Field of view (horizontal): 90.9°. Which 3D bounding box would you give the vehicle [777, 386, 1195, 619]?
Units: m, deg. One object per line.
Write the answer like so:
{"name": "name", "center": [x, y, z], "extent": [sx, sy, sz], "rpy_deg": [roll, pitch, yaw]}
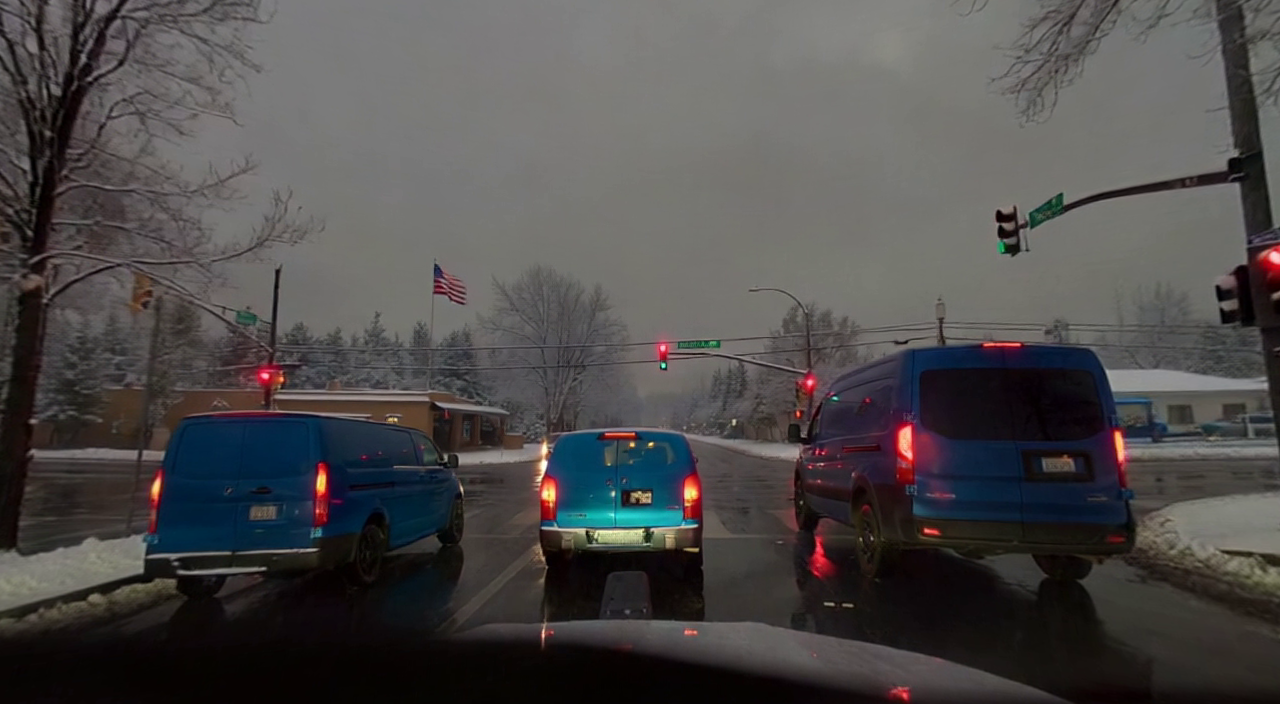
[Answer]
{"name": "vehicle", "center": [3.093, 1.465, 7.029], "extent": [2.178, 1.746, 4.400], "rpy_deg": [0, -9, 1]}

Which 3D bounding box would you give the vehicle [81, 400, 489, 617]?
{"name": "vehicle", "center": [-3.303, 1.529, 7.030], "extent": [2.024, 1.677, 3.998], "rpy_deg": [-1, -9, 3]}

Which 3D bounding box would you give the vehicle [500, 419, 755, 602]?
{"name": "vehicle", "center": [-0.140, 1.623, 7.349], "extent": [2.098, 1.494, 4.118], "rpy_deg": [0, -9, -1]}
